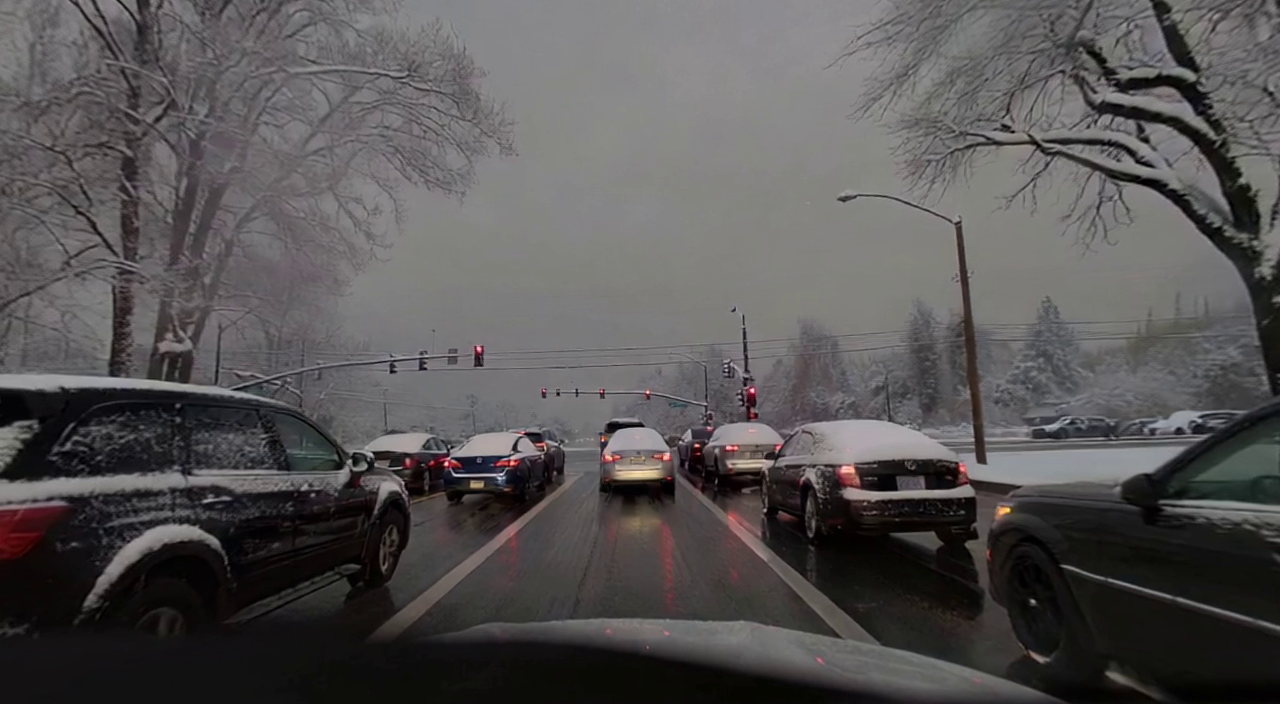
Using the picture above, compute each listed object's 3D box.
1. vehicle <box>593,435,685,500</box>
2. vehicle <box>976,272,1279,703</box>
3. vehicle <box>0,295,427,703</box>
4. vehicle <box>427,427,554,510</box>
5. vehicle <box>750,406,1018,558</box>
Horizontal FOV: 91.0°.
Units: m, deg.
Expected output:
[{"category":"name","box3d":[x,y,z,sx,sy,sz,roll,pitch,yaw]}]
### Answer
[{"category":"vehicle","box3d":[-0.088,2.866,16.024,2.076,1.438,3.770,0,-8,-2]},{"category":"vehicle","box3d":[3.344,0.561,1.672,2.111,1.839,4.857,0,-8,-1]},{"category":"vehicle","box3d":[-3.227,1.012,4.209,2.079,1.756,4.676,0,-8,-2]},{"category":"vehicle","box3d":[-3.135,2.531,14.128,1.896,1.546,4.378,0,-8,-2]},{"category":"vehicle","box3d":[3.129,1.771,9.311,2.074,1.685,4.387,0,-8,-2]}]
